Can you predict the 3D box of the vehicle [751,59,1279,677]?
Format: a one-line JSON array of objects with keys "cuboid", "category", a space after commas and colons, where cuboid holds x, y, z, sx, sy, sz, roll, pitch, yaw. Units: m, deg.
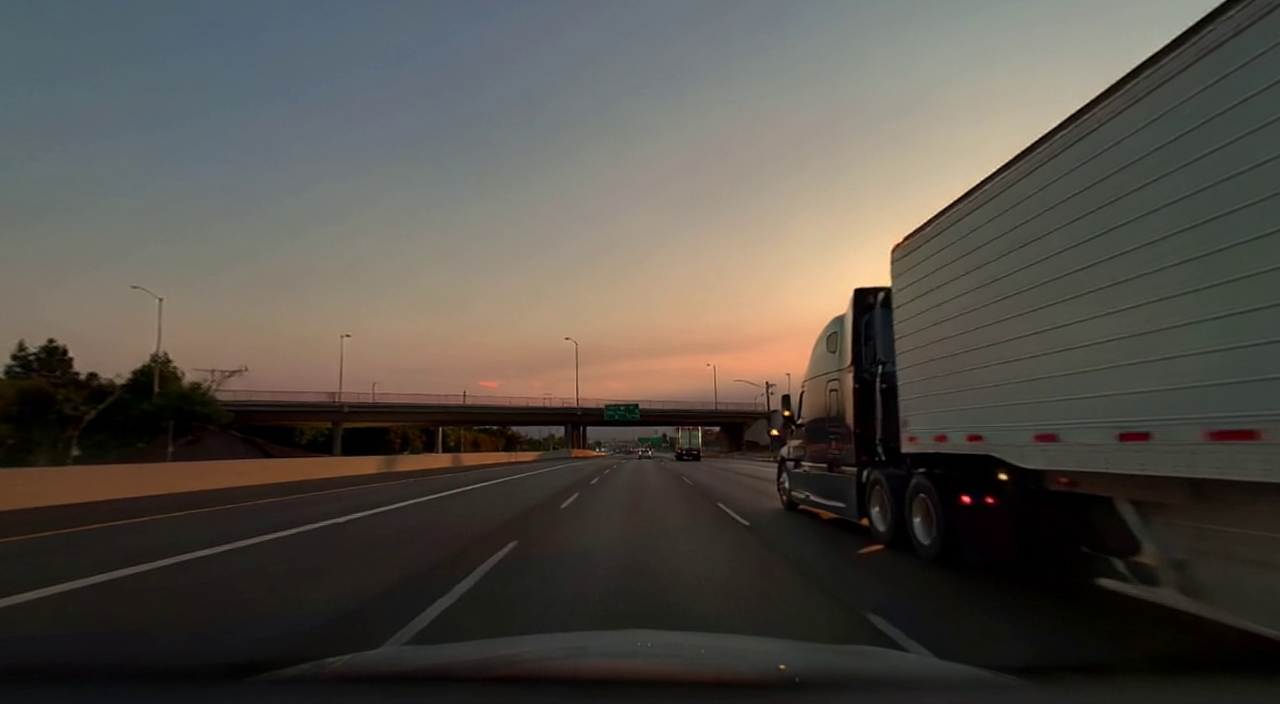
[{"cuboid": [3.590, 0.581, 8.007, 2.998, 3.820, 8.356, 0, -8, 1], "category": "vehicle"}]
